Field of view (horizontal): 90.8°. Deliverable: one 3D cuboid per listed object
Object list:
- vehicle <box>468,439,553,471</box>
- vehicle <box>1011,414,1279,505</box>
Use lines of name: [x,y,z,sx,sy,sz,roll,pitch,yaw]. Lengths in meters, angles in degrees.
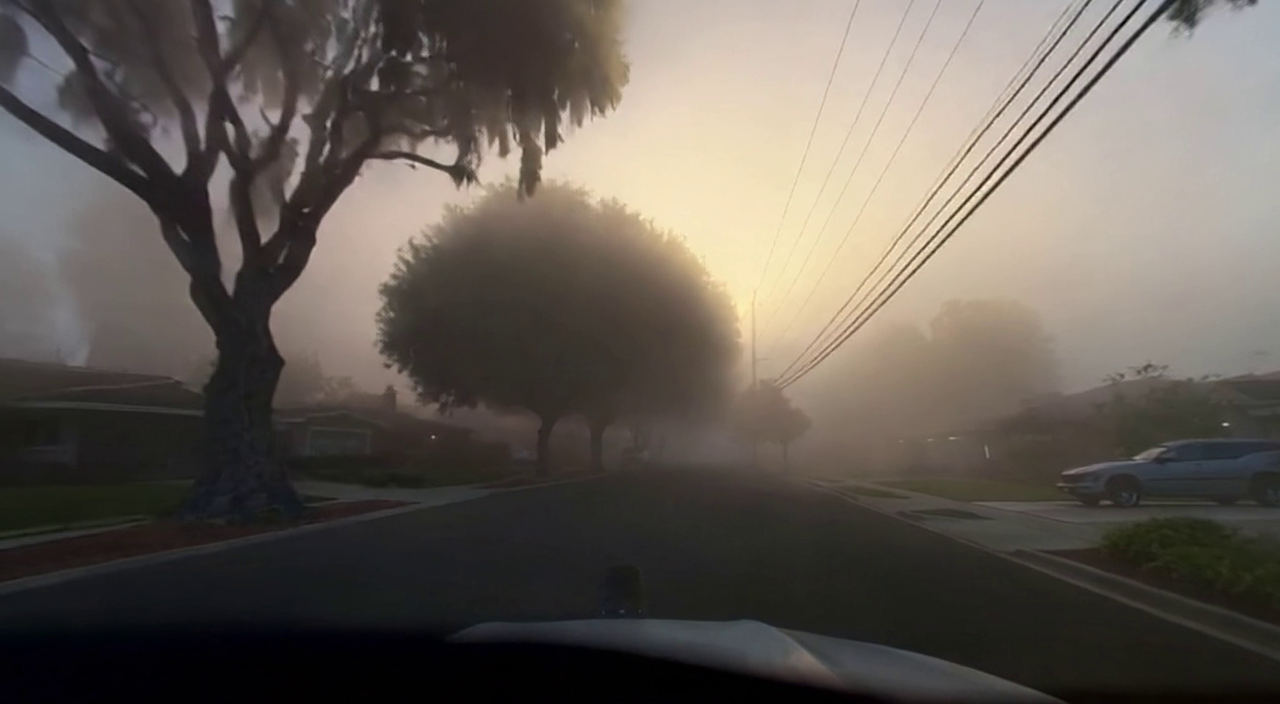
vehicle: [-8.513,6.770,41.730,5.033,1.997,2.126,-1,-9,5]
vehicle: [12.149,2.441,14.521,5.693,1.886,2.235,-1,-9,7]
